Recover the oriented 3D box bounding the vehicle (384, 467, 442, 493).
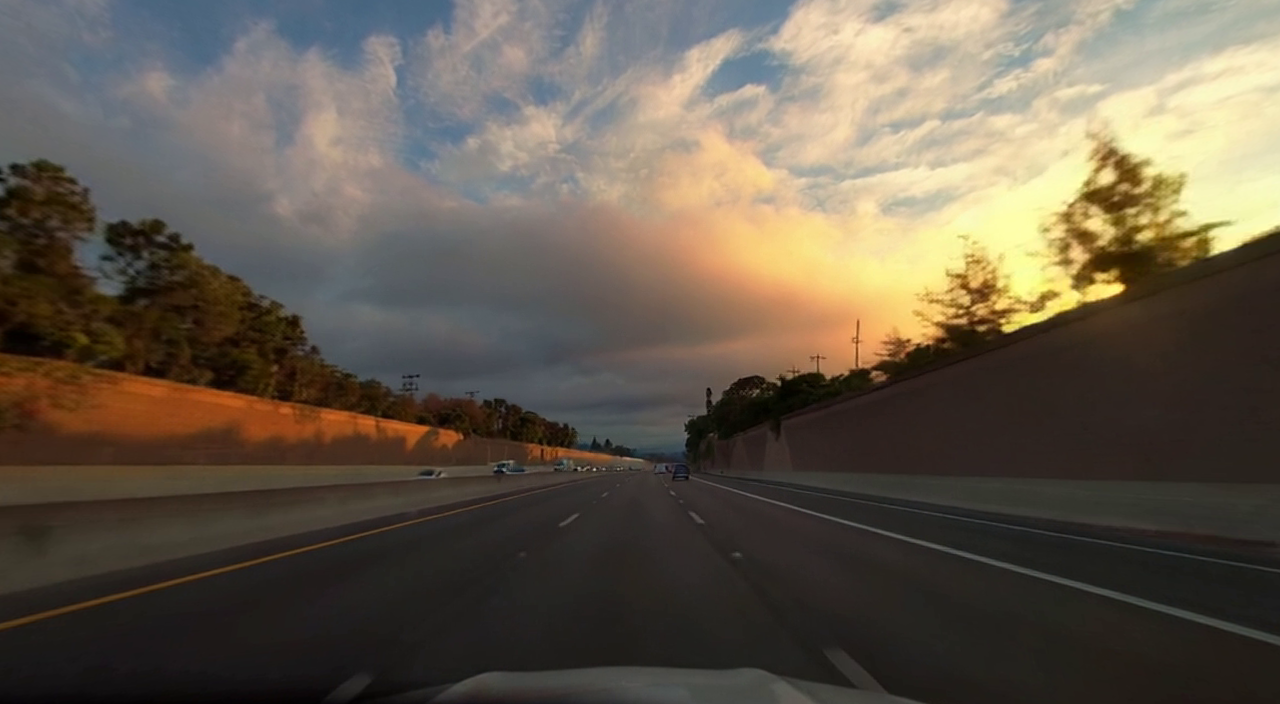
[{"bbox_3d":[-14.389,8.140,40.209,1.903,1.514,4.696,1,-10,0],"label":"vehicle"}]
